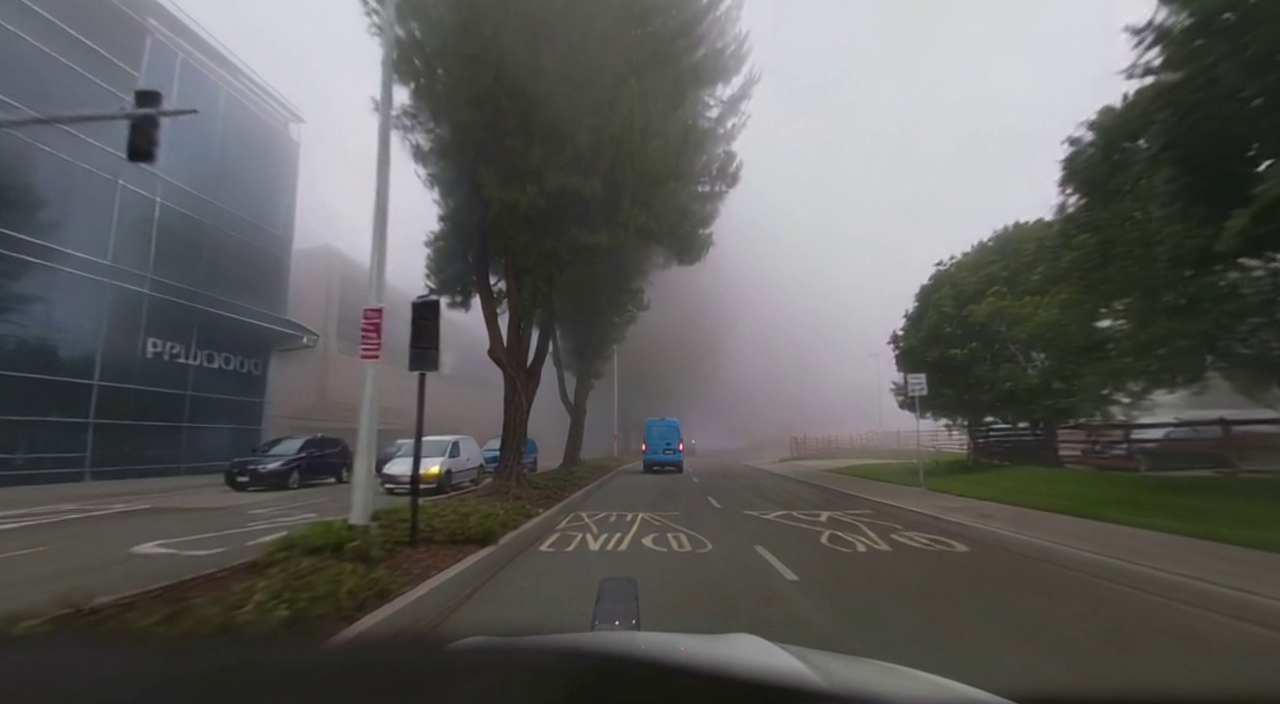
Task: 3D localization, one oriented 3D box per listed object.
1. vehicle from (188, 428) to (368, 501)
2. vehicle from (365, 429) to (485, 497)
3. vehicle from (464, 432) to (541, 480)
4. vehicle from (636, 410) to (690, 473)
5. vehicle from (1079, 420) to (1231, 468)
[{"bbox_3d":[-9.096,2.882,16.398,1.891,1.575,4.559,-2,-9,1],"label":"vehicle"},{"bbox_3d":[-5.589,2.948,16.895,1.893,1.587,3.595,-1,-9,1],"label":"vehicle"},{"bbox_3d":[-5.232,4.053,24.580,1.935,1.633,4.247,-2,-9,2],"label":"vehicle"},{"bbox_3d":[1.230,4.429,31.319,2.435,2.816,5.232,0,-8,4],"label":"vehicle"},{"bbox_3d":[16.869,3.059,20.925,1.759,1.433,3.862,-1,-9,1],"label":"vehicle"}]
